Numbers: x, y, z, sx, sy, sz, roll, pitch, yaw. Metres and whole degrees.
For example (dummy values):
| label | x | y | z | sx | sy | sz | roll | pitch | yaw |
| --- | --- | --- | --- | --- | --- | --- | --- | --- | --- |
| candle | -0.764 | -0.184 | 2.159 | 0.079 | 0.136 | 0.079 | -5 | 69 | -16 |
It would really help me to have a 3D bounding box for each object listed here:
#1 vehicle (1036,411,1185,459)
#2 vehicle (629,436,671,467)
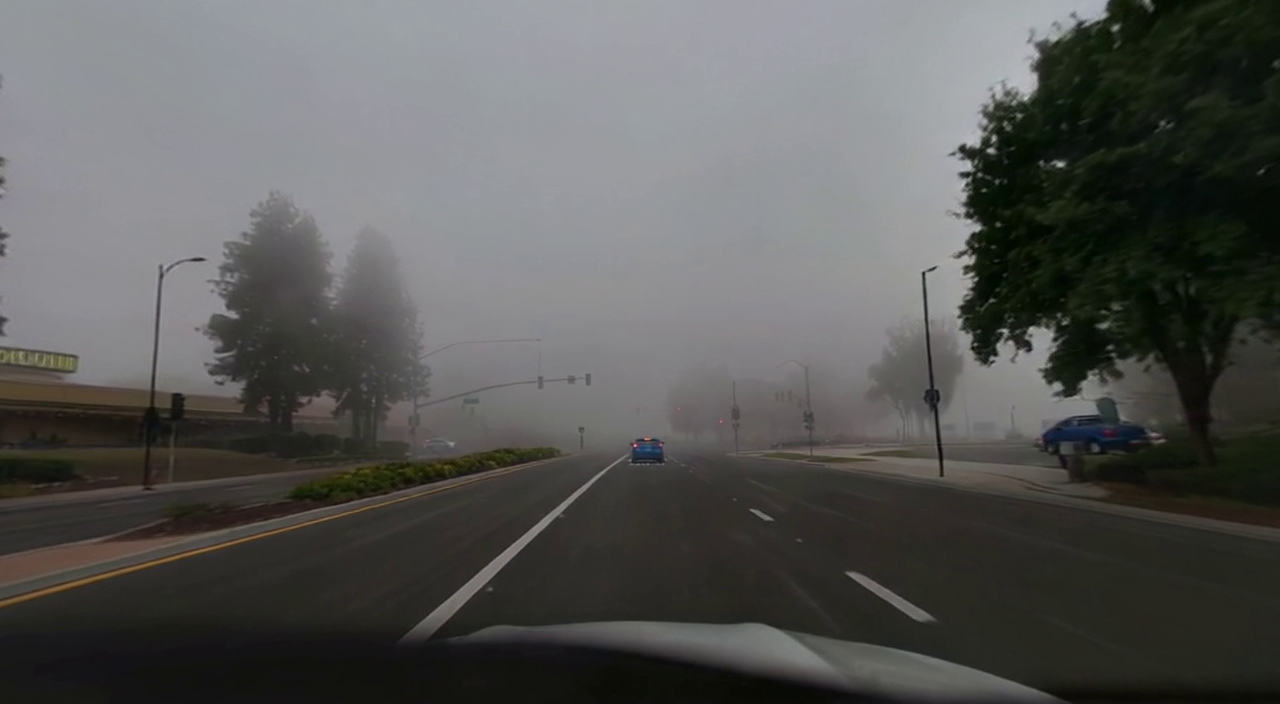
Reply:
| label | x | y | z | sx | sy | sz | roll | pitch | yaw |
| --- | --- | --- | --- | --- | --- | --- | --- | --- | --- |
| vehicle | 23.497 | 4.271 | 32.044 | 2.647 | 2.185 | 6.556 | -1 | -8 | 2 |
| vehicle | 0.431 | 5.141 | 32.797 | 2.028 | 1.478 | 4.545 | 0 | -8 | -1 |
